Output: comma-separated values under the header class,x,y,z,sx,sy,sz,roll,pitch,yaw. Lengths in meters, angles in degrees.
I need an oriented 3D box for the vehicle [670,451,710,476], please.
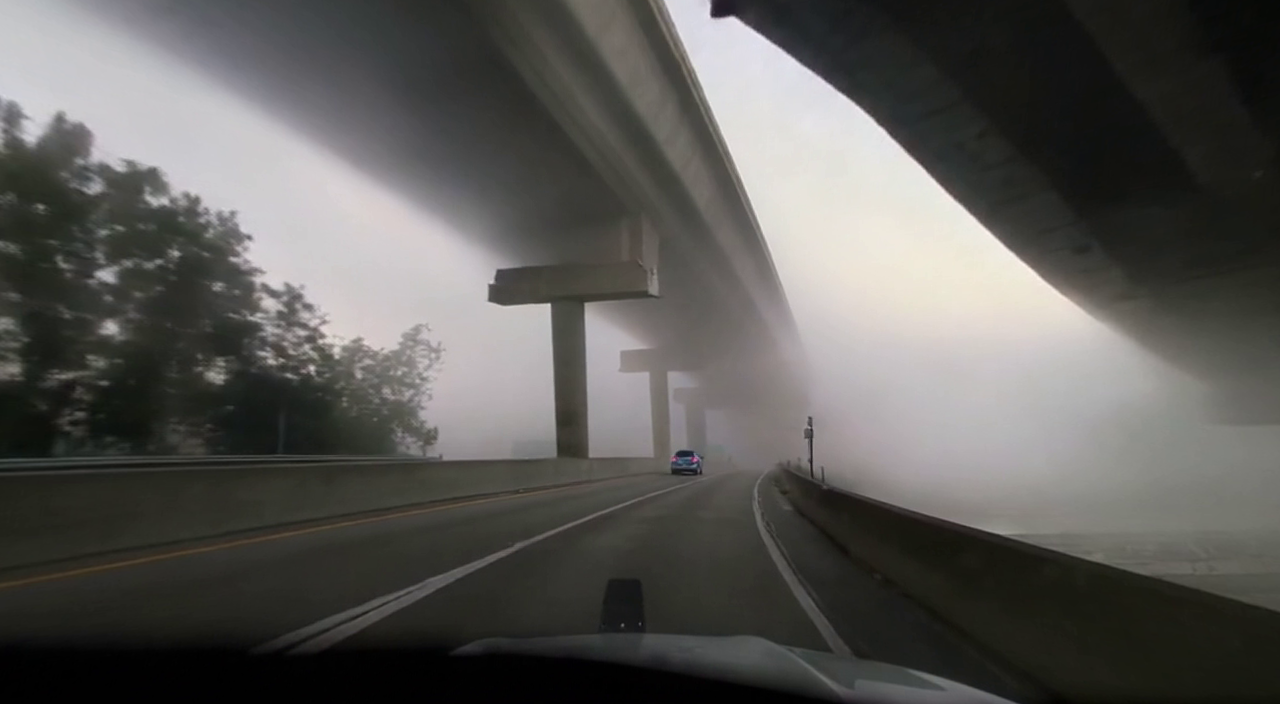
class,x,y,z,sx,sy,sz,roll,pitch,yaw
vehicle,3.202,6.994,39.732,1.940,1.444,4.024,-2,-9,12
